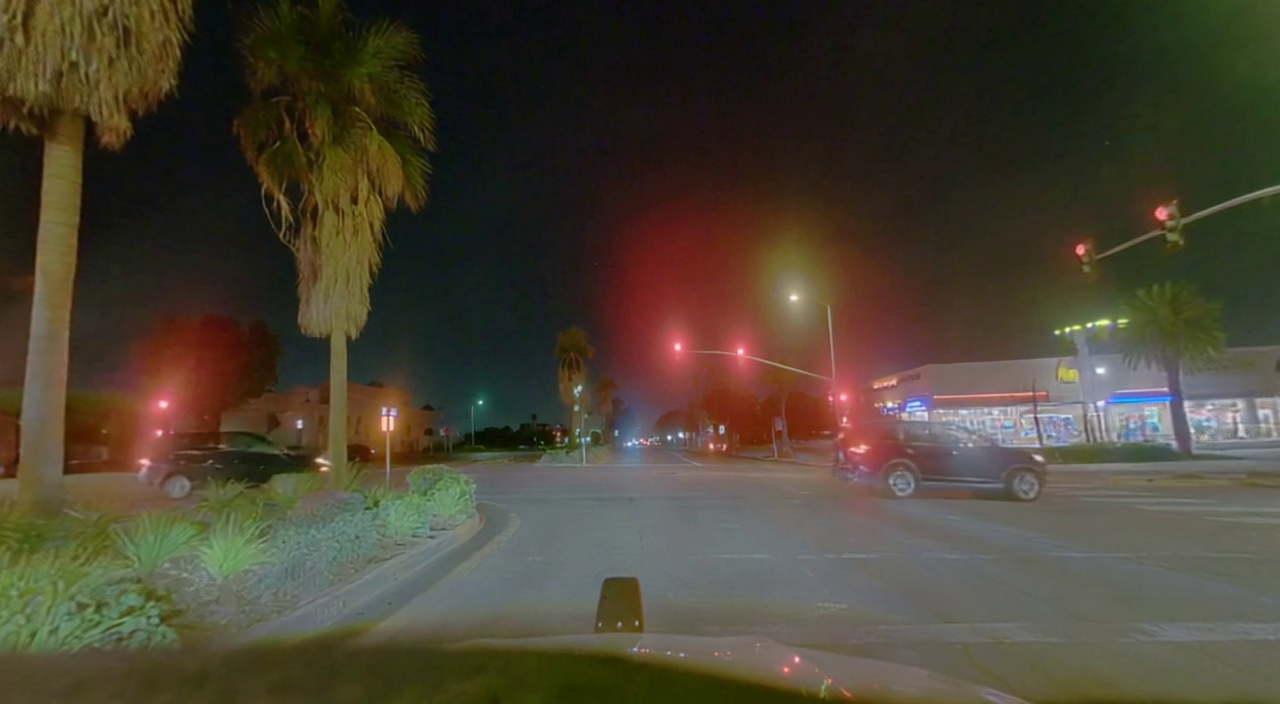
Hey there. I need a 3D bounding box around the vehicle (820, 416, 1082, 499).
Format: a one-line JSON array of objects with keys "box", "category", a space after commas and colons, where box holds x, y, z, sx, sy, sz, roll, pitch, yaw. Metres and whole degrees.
[{"box": [7.893, 2.714, 16.415, 5.619, 1.951, 2.321, 1, -8, -5], "category": "vehicle"}]

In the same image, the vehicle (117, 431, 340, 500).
[{"box": [-11.211, 3.117, 17.669, 4.854, 1.699, 2.152, 4, -9, -26], "category": "vehicle"}]
